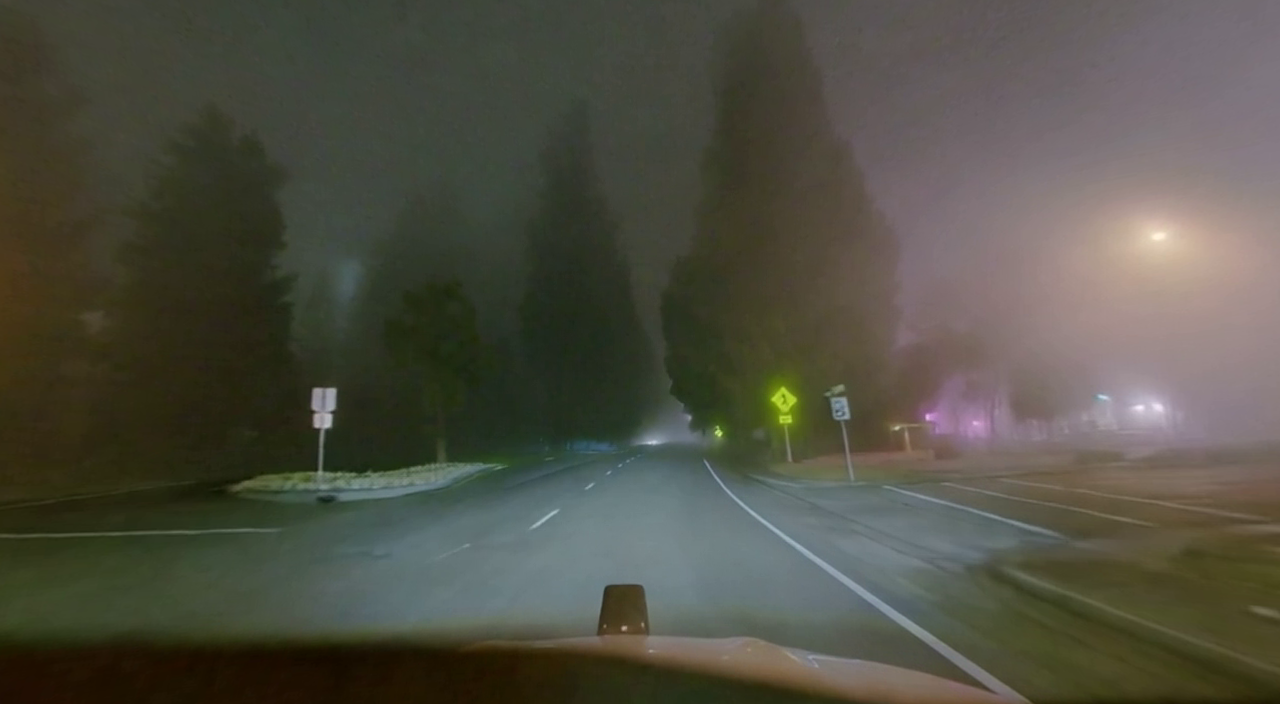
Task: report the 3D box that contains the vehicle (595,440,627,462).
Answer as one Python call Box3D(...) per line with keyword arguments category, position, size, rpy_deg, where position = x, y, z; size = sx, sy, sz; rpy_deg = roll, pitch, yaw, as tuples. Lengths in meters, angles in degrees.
Box3D(category="vehicle", position=(-2.233, 7.834, 49.922), size=(2.173, 1.694, 4.335), rpy_deg=(0, -9, 2))
